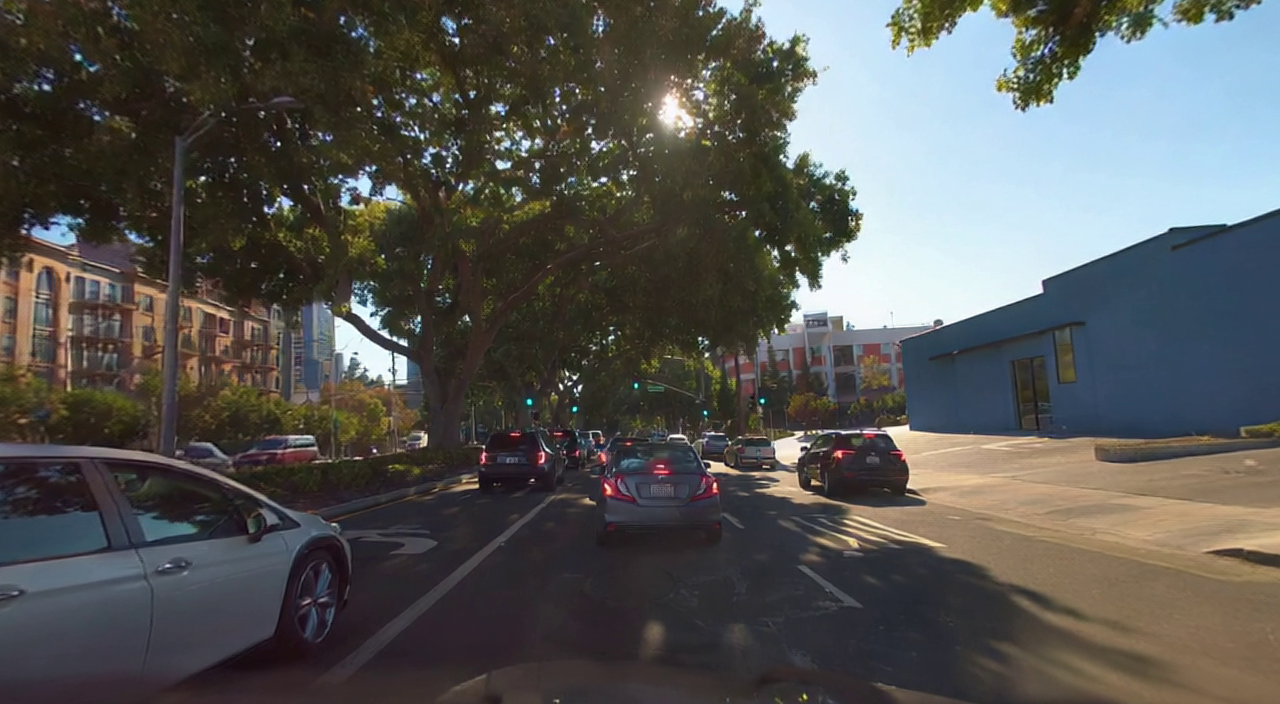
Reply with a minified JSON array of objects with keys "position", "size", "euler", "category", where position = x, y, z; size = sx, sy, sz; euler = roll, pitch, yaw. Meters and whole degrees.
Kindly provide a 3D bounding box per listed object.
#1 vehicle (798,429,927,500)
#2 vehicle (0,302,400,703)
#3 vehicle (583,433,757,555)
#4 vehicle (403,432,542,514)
[{"position":[6.341,3.248,18.695],"size":[2.025,1.808,4.579],"euler":[0,-9,-2],"category":"vehicle"},{"position":[-3.273,0.929,3.391],"size":[2.152,1.802,4.628],"euler":[0,-9,0],"category":"vehicle"},{"position":[0.268,1.994,9.583],"size":[2.095,1.438,3.843],"euler":[0,-9,-3],"category":"vehicle"},{"position":[-3.509,2.625,14.236],"size":[1.901,1.522,4.556],"euler":[0,-9,0],"category":"vehicle"}]
